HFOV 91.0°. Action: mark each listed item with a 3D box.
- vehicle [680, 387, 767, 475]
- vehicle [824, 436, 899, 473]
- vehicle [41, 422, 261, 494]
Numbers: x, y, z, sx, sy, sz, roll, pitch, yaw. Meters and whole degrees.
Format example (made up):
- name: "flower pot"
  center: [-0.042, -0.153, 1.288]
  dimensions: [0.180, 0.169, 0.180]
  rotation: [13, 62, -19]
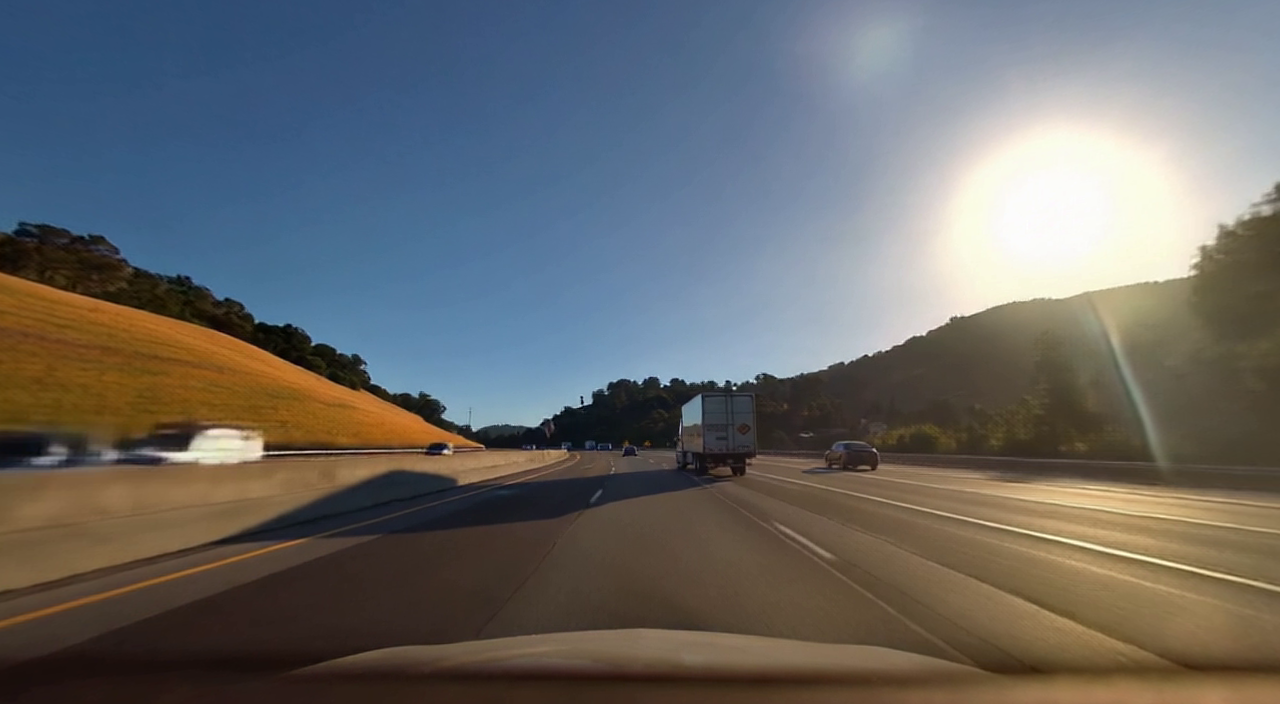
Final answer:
- name: "vehicle"
  center: [4.118, 4.378, 33.912]
  dimensions: [3.049, 3.968, 10.706]
  rotation: [0, -9, -1]
- name: "vehicle"
  center: [11.371, 5.295, 32.713]
  dimensions: [2.046, 1.741, 4.769]
  rotation: [1, -9, -1]
- name: "vehicle"
  center: [-16.225, 3.569, 21.628]
  dimensions: [2.465, 2.075, 6.336]
  rotation: [0, -9, 0]
